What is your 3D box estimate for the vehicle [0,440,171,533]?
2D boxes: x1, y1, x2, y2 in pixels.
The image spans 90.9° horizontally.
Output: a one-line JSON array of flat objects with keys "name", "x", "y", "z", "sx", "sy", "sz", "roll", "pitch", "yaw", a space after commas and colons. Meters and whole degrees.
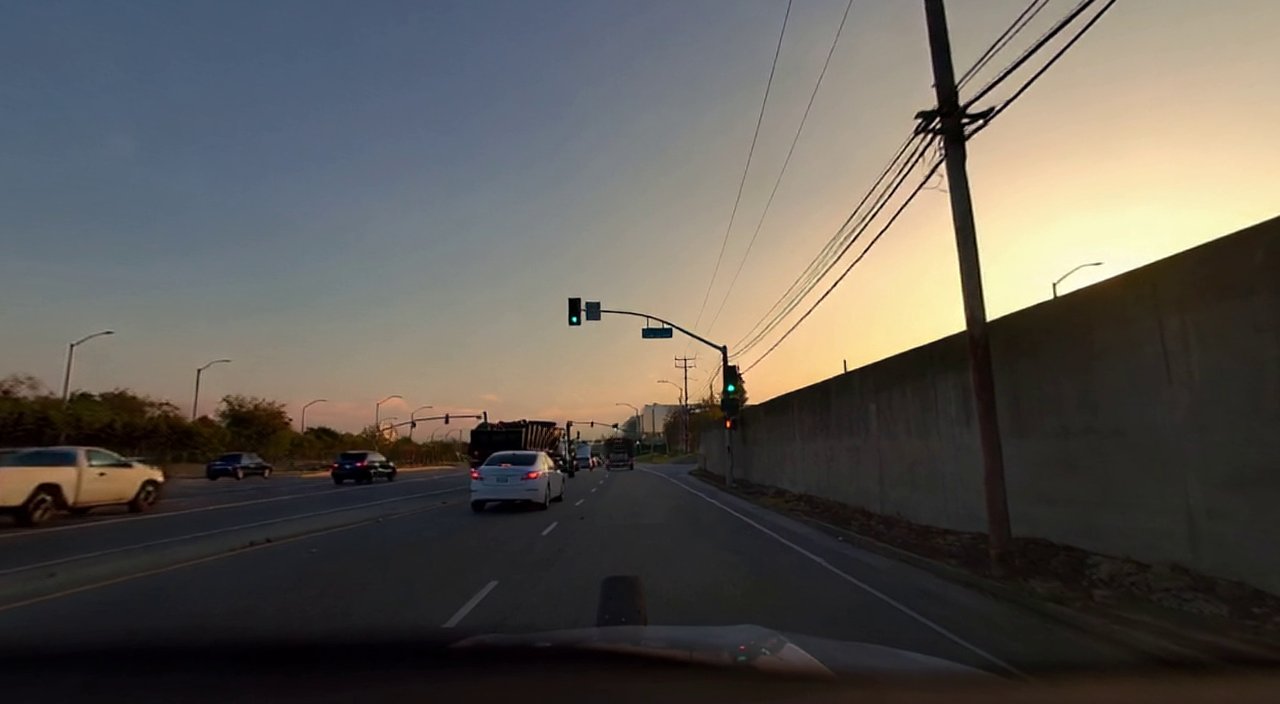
[{"name": "vehicle", "x": -13.336, "y": 2.876, "z": 13.973, "sx": 2.096, "sy": 1.773, "sz": 4.751, "roll": -1, "pitch": -9, "yaw": 2}]

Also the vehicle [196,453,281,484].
[{"name": "vehicle", "x": -23.812, "y": 6.881, "z": 37.650, "sx": 1.891, "sy": 1.696, "sz": 4.613, "roll": -1, "pitch": -9, "yaw": 2}]

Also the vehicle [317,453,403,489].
[{"name": "vehicle", "x": -12.674, "y": 5.403, "z": 28.878, "sx": 1.905, "sy": 1.492, "sz": 4.151, "roll": -1, "pitch": -9, "yaw": 2}]

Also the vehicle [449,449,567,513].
[{"name": "vehicle", "x": -3.389, "y": 3.410, "z": 17.321, "sx": 2.019, "sy": 1.480, "sz": 4.966, "roll": -1, "pitch": -9, "yaw": 2}]
